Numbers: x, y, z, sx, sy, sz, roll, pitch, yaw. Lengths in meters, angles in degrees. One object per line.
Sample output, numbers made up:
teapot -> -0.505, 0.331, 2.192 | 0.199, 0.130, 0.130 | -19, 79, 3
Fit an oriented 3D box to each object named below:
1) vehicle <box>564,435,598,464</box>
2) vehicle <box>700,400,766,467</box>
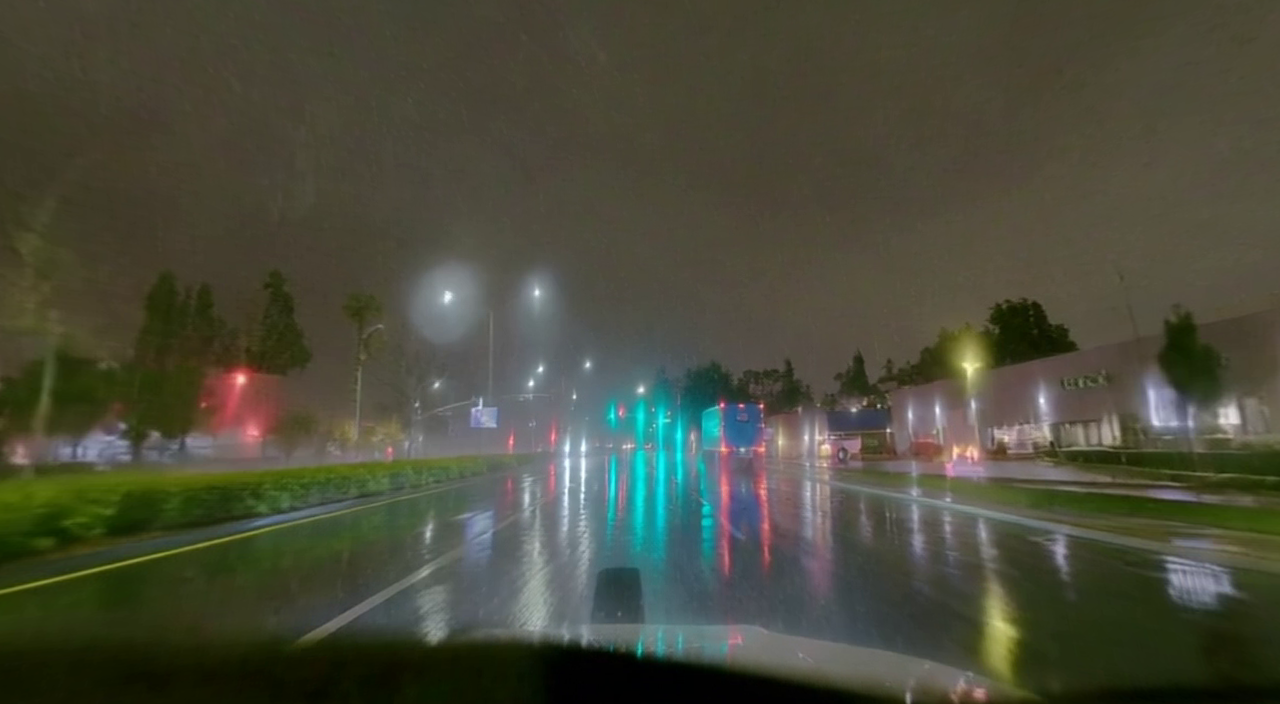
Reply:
vehicle -> -4.491, 7.514, 48.918 | 2.270, 2.068, 5.865 | 0, -9, -2
vehicle -> 6.101, 5.625, 43.091 | 2.981, 4.106, 8.794 | 0, -9, -1
